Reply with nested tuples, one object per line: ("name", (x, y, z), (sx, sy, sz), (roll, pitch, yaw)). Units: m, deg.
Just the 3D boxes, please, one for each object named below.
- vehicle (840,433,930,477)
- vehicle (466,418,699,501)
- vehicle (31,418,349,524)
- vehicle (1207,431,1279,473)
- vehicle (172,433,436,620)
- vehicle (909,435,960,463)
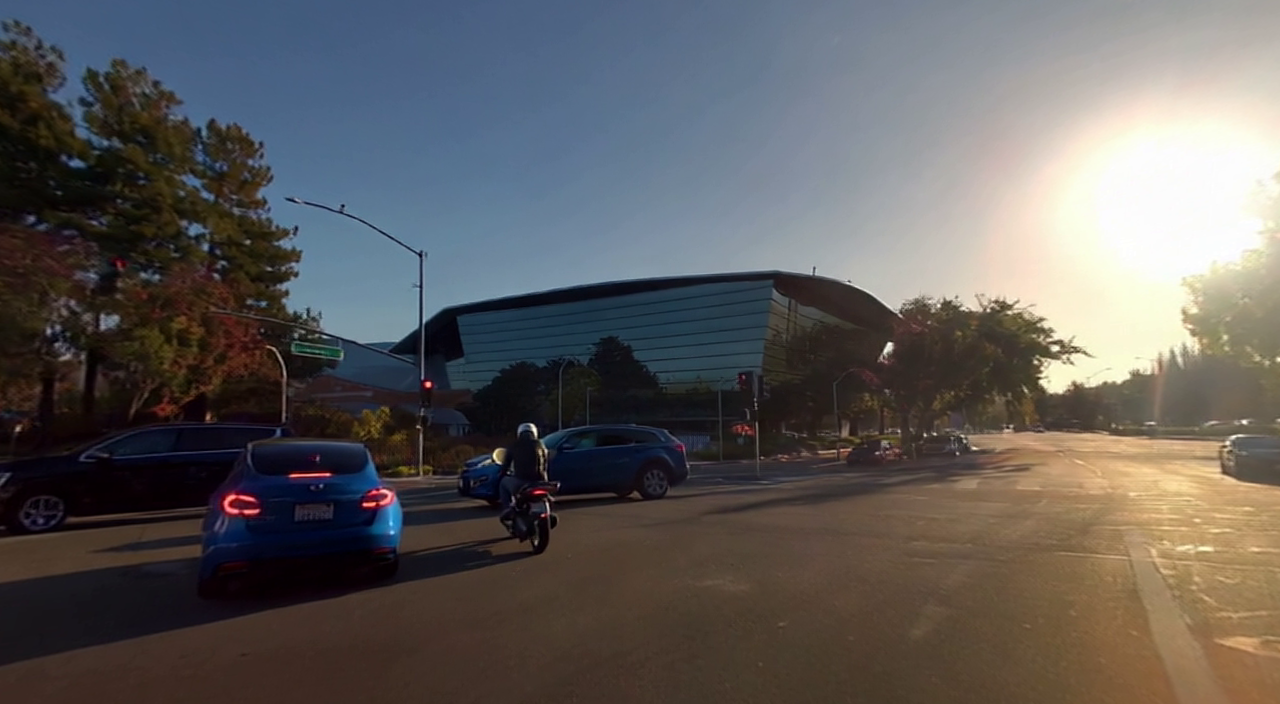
("vehicle", (10.321, 4.244, 26.378), (2.084, 1.656, 4.583), (-7, -11, 38))
("vehicle", (-1.580, 2.835, 17.024), (5.833, 1.960, 2.341), (2, -9, -18))
("vehicle", (-8.229, 2.185, 11.821), (4.583, 1.755, 1.936), (-1, -8, 6))
("vehicle", (23.772, 3.835, 24.384), (1.872, 1.467, 4.385), (-5, -10, 31))
("vehicle", (-4.077, 1.710, 7.301), (2.009, 1.450, 4.182), (6, -10, -35))
("vehicle", (17.522, 5.754, 37.395), (2.024, 1.543, 4.028), (-6, -10, 33))
